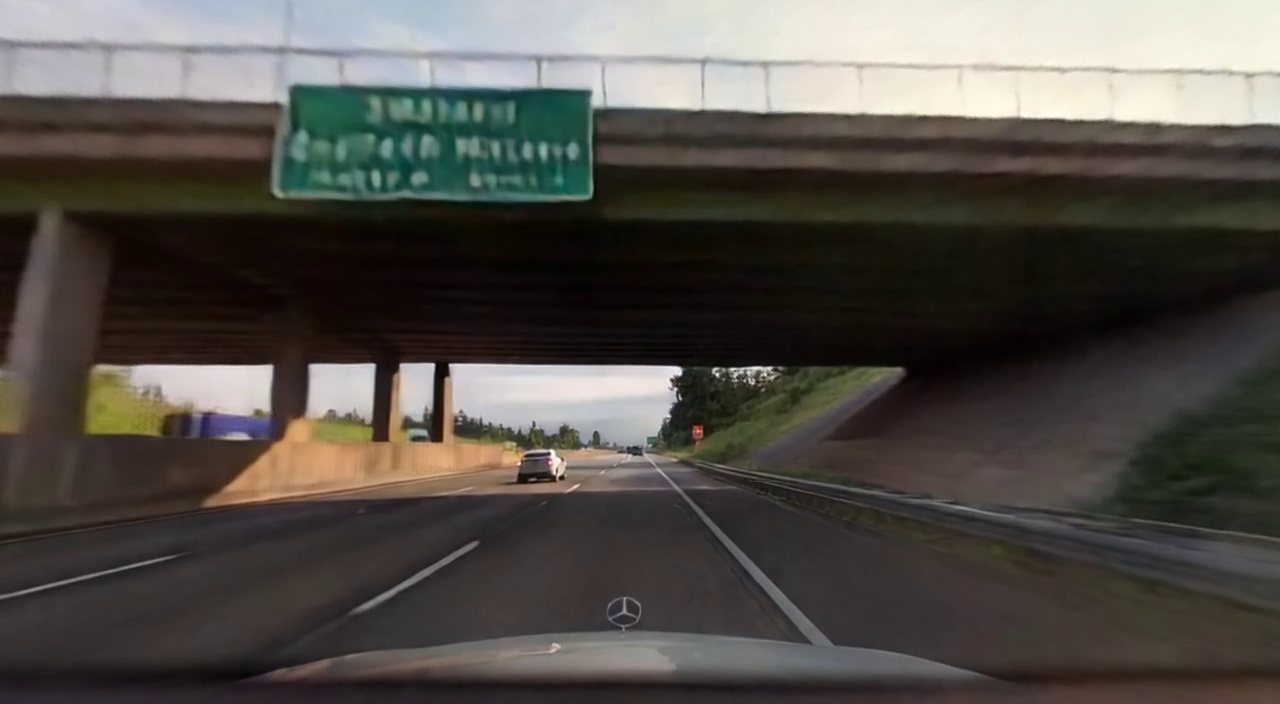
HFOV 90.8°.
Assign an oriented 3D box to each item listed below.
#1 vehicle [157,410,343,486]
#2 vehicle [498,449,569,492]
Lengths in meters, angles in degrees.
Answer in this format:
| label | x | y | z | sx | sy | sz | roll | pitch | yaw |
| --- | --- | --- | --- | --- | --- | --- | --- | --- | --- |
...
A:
| label | x | y | z | sx | sy | sz | roll | pitch | yaw |
| --- | --- | --- | --- | --- | --- | --- | --- | --- | --- |
| vehicle | -23.753 | 6.119 | 40.157 | 2.831 | 3.931 | 14.158 | 0 | -9 | 0 |
| vehicle | -3.987 | 4.497 | 24.272 | 1.992 | 1.504 | 4.117 | 0 | -9 | 0 |
